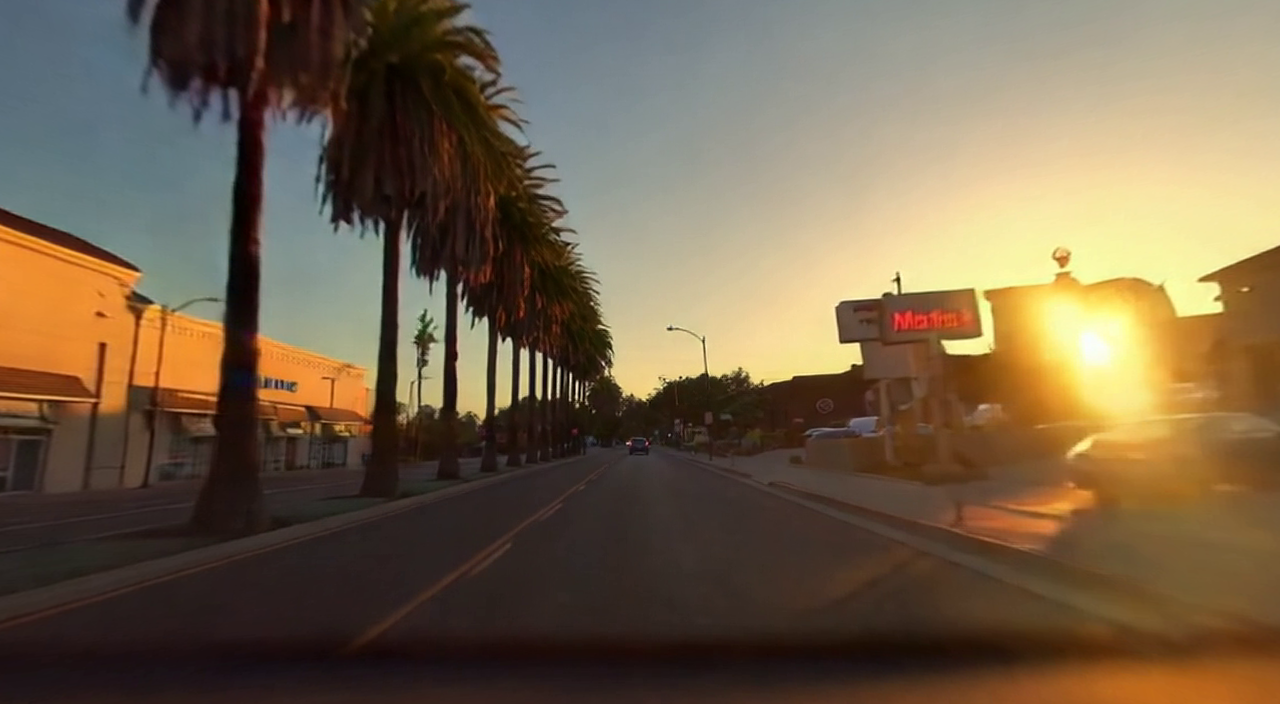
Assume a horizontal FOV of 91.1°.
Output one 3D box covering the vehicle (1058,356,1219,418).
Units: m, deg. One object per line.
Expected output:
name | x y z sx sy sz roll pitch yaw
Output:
vehicle | 22.235 1.694 28.177 5.257 1.921 2.104 -13 -15 42

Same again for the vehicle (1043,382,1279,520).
vehicle | 9.362 1.962 11.236 1.917 1.876 4.629 -6 -15 12

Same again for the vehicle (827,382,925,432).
vehicle | 11.511 2.774 30.442 5.186 2.000 2.226 9 -12 -41

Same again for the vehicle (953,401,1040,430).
vehicle | 23.486 4.232 41.516 4.630 1.473 1.702 -6 -12 17
